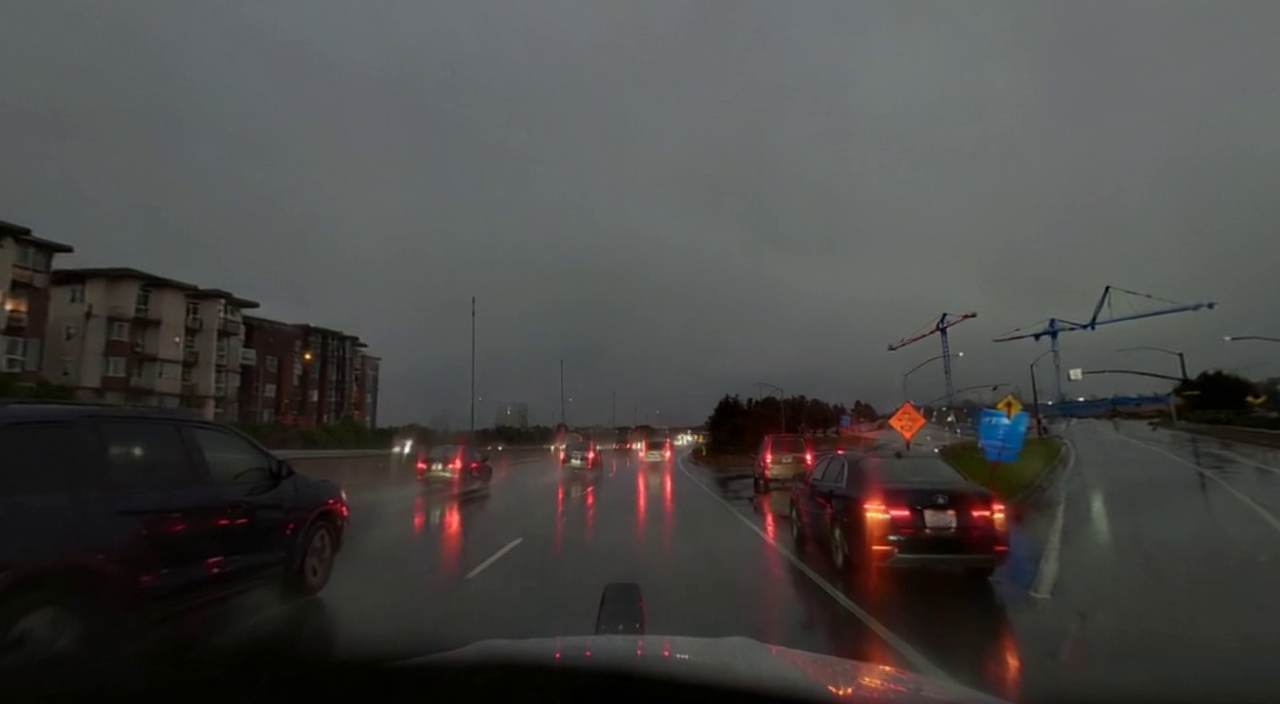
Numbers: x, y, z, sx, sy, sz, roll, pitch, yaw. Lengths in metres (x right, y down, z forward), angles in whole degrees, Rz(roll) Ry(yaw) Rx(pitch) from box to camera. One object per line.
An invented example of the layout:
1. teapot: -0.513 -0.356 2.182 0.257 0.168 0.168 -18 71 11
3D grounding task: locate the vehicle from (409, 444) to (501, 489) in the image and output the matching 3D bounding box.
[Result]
1. vehicle: -6.765 4.220 23.563 1.959 1.486 4.460 0 -9 2

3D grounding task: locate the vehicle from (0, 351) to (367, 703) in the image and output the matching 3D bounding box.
1. vehicle: -3.694 1.021 3.774 2.045 1.710 4.382 0 -8 1

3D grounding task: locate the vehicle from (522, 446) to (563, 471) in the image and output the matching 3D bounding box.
1. vehicle: -6.385 6.974 41.581 1.931 1.505 4.386 0 -8 1

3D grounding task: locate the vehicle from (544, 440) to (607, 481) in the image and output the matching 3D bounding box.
1. vehicle: -2.802 4.863 28.439 2.109 1.657 4.554 0 -8 3

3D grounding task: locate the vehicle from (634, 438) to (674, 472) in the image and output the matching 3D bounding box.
1. vehicle: 0.795 5.812 35.666 2.116 1.763 4.352 0 -9 1
